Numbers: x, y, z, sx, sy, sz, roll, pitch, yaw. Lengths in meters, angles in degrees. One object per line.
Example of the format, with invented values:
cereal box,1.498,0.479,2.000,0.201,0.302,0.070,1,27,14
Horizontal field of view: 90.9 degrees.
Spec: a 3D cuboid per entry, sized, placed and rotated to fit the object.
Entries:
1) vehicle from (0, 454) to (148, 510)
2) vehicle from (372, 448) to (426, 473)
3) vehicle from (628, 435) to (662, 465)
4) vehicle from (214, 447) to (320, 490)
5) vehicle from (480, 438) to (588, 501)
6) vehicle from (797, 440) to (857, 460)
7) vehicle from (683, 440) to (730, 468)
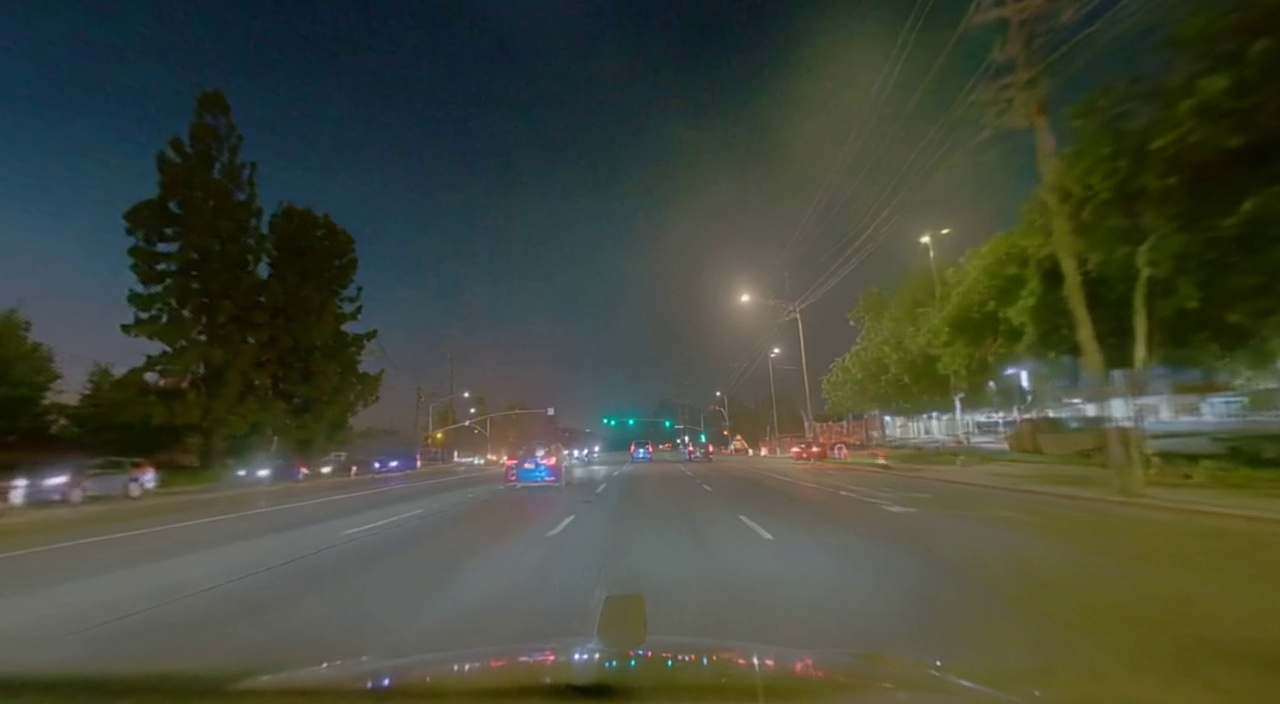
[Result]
vehicle,-20.110,4.499,22.282,1.854,1.685,4.496,0,-8,-2
vehicle,-17.292,7.795,45.488,2.036,1.649,4.493,-1,-8,1
vehicle,0.333,6.381,41.080,2.060,1.845,4.151,-1,-8,1
vehicle,-16.815,5.241,28.781,2.025,1.712,4.578,-1,-8,0
vehicle,-2.770,3.211,17.759,2.087,1.480,4.825,-1,-8,2
vehicle,14.694,7.652,49.409,4.677,1.466,1.928,5,-10,-34
vehicle,3.680,5.760,35.858,2.142,1.475,4.565,0,-8,0
